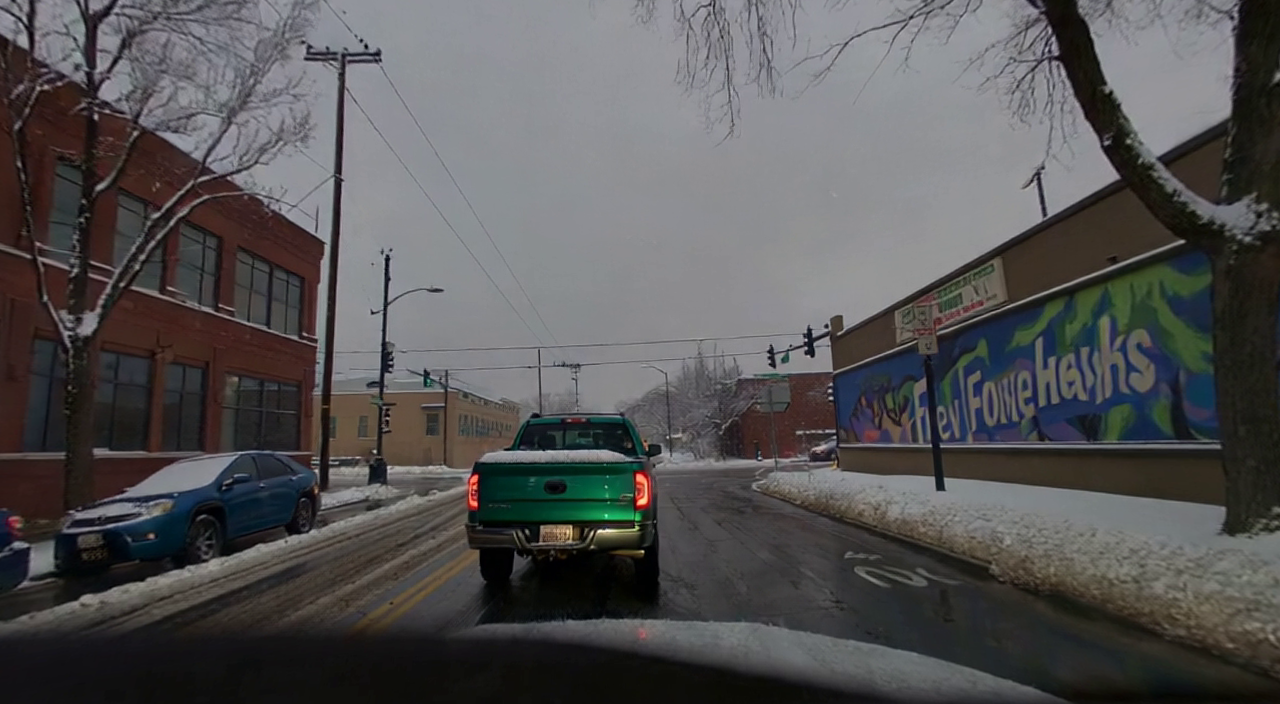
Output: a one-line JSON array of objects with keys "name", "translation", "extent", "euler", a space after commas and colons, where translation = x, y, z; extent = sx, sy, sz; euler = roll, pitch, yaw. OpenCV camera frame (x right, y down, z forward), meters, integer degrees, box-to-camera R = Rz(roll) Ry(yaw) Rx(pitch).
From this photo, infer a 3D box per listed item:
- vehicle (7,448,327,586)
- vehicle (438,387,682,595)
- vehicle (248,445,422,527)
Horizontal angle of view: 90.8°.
[{"name": "vehicle", "translation": [-7.162, 2.454, 10.373], "extent": [1.882, 1.686, 4.489], "euler": [0, -8, -2]}, {"name": "vehicle", "translation": [-0.706, 1.602, 8.140], "extent": [2.215, 1.882, 4.611], "euler": [0, -8, 1]}, {"name": "vehicle", "translation": [-7.390, 3.235, 16.058], "extent": [1.884, 1.730, 5.076], "euler": [0, -8, 0]}]
